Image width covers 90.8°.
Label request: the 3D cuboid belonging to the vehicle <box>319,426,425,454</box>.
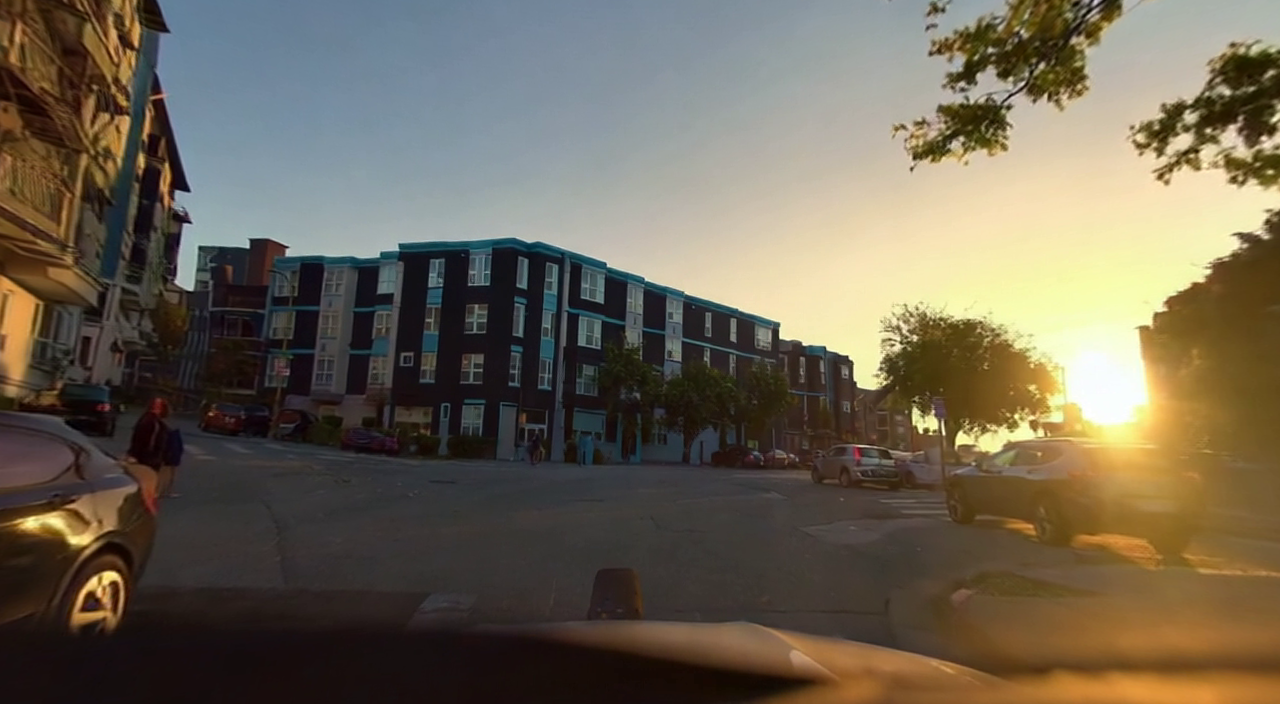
[{"bbox_3d":[-13.580,4.490,32.249,4.603,1.335,1.889,1,-9,-8],"label":"vehicle"}]

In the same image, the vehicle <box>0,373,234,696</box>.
[{"bbox_3d":[-4.511,0.914,2.924,2.285,1.712,5.200,1,-8,-7],"label":"vehicle"}]

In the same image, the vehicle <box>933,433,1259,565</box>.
[{"bbox_3d":[7.505,2.411,11.346,2.181,1.792,5.066,0,-8,2],"label":"vehicle"}]

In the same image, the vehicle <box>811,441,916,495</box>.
[{"bbox_3d":[7.923,4.129,22.961,1.917,1.704,4.840,0,-8,-2],"label":"vehicle"}]

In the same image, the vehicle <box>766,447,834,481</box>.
[{"bbox_3d":[7.900,5.565,31.722,2.122,1.554,4.777,0,-8,-1],"label":"vehicle"}]

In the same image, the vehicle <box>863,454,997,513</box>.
[{"bbox_3d":[7.820,3.546,17.528,1.900,1.368,4.176,-1,-8,3],"label":"vehicle"}]

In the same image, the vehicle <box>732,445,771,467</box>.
[{"bbox_3d":[7.738,7.249,44.255,1.901,1.495,4.340,0,-8,0],"label":"vehicle"}]

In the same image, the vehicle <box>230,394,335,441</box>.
[{"bbox_3d":[-18.682,3.426,33.043,4.598,1.645,2.019,8,-5,20],"label":"vehicle"}]
